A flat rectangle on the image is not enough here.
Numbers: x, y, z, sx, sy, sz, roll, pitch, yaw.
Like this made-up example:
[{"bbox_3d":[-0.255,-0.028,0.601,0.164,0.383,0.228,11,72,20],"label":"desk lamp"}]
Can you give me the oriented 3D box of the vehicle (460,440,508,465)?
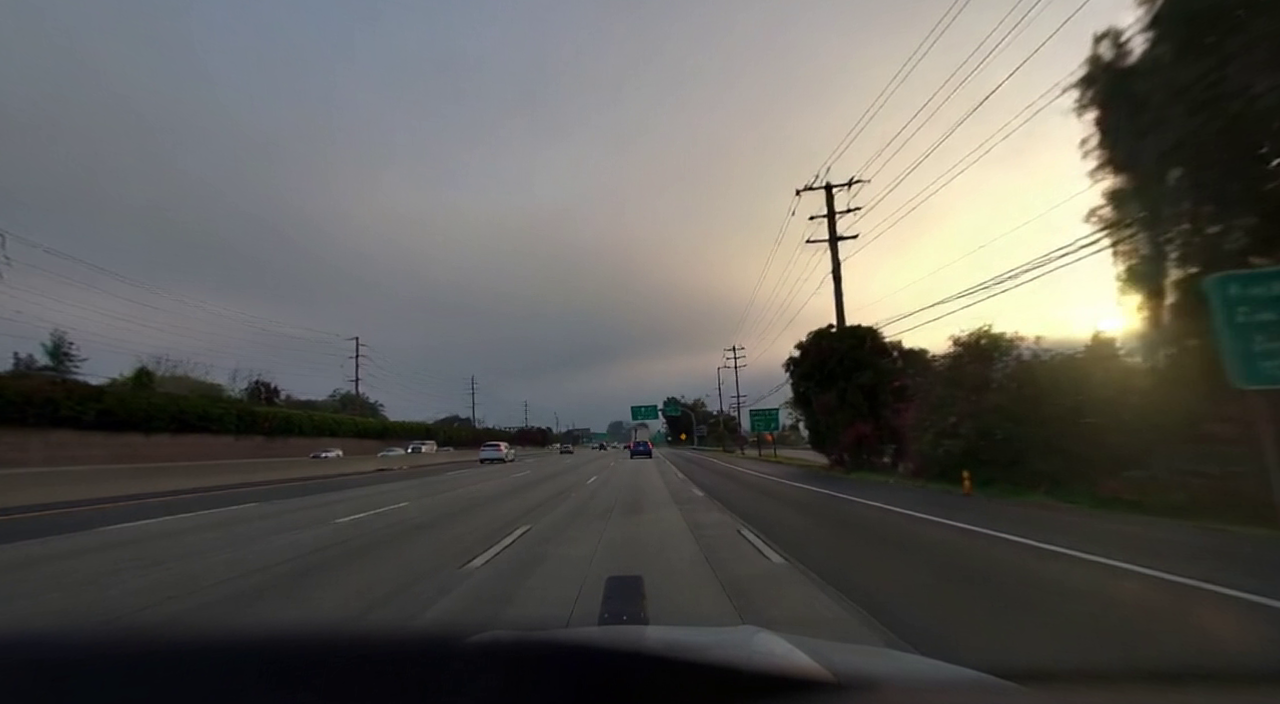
[{"bbox_3d":[-10.150,6.563,41.367,1.947,1.528,4.355,0,-8,1],"label":"vehicle"}]
